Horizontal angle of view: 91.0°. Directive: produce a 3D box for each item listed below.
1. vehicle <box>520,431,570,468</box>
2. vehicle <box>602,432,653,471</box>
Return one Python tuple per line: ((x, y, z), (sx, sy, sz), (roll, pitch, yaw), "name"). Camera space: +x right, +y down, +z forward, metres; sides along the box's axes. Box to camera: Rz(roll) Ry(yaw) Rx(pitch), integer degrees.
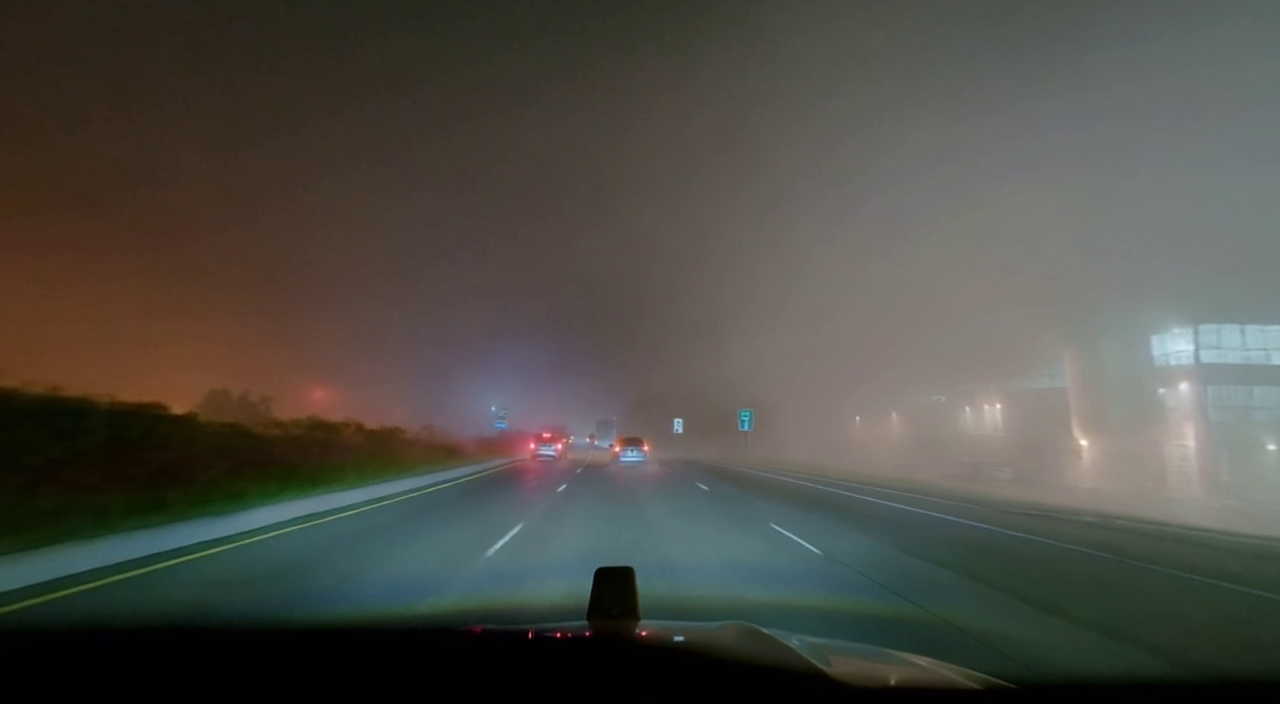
((-4.743, 4.925, 31.950), (2.080, 1.733, 4.410), (0, -8, -3), "vehicle")
((-0.650, 4.495, 28.762), (2.078, 1.608, 3.982), (0, -8, -4), "vehicle")
